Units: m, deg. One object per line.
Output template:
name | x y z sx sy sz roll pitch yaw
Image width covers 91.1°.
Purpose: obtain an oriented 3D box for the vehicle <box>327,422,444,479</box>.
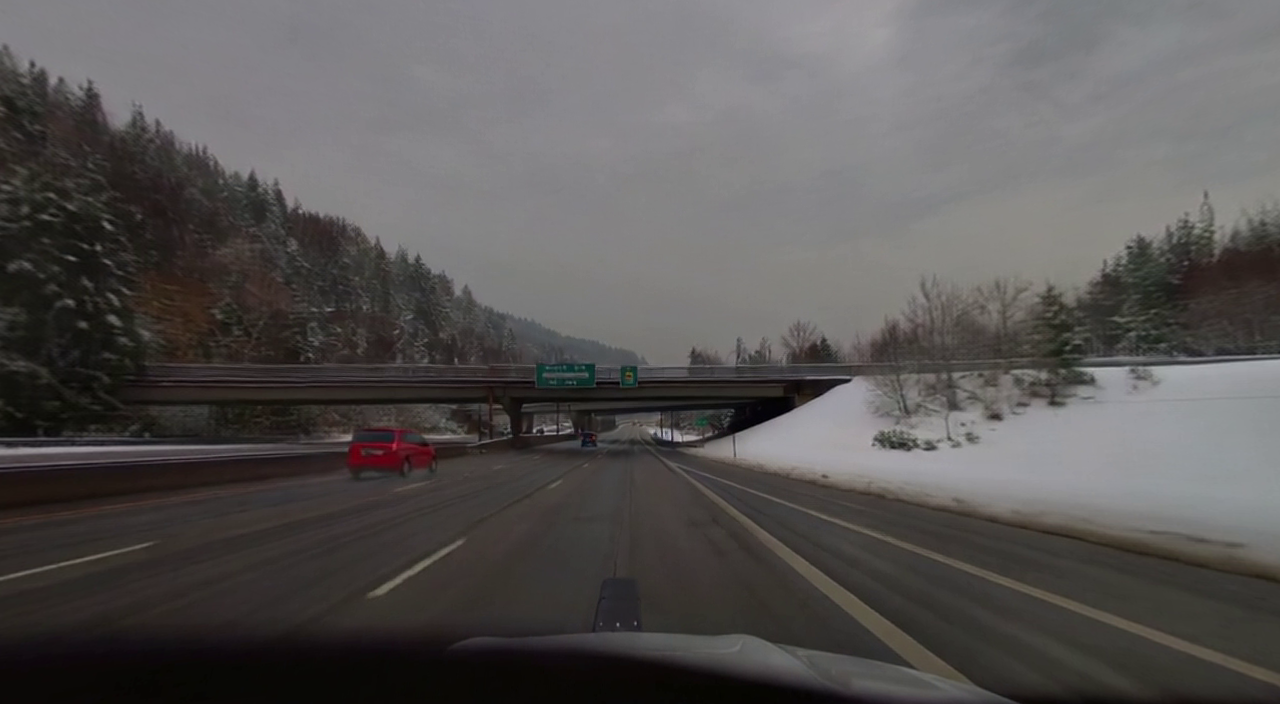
vehicle | -8.203 3.212 20.826 1.987 1.677 4.580 0 -8 0
